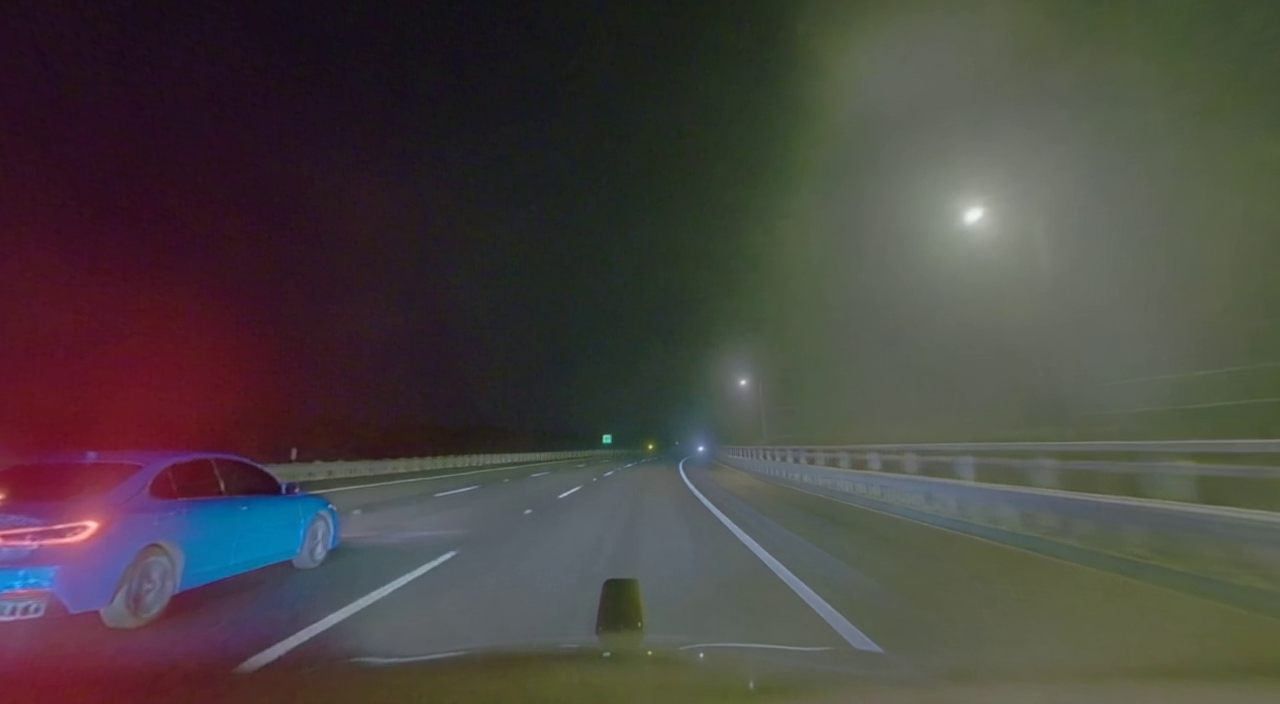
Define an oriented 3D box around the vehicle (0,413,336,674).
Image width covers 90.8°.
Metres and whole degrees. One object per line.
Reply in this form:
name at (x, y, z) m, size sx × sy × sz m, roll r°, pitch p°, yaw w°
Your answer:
vehicle at (-4.624, 1.401, 5.611) m, size 1.928 × 1.504 × 3.745 m, roll 0°, pitch -9°, yaw 0°
